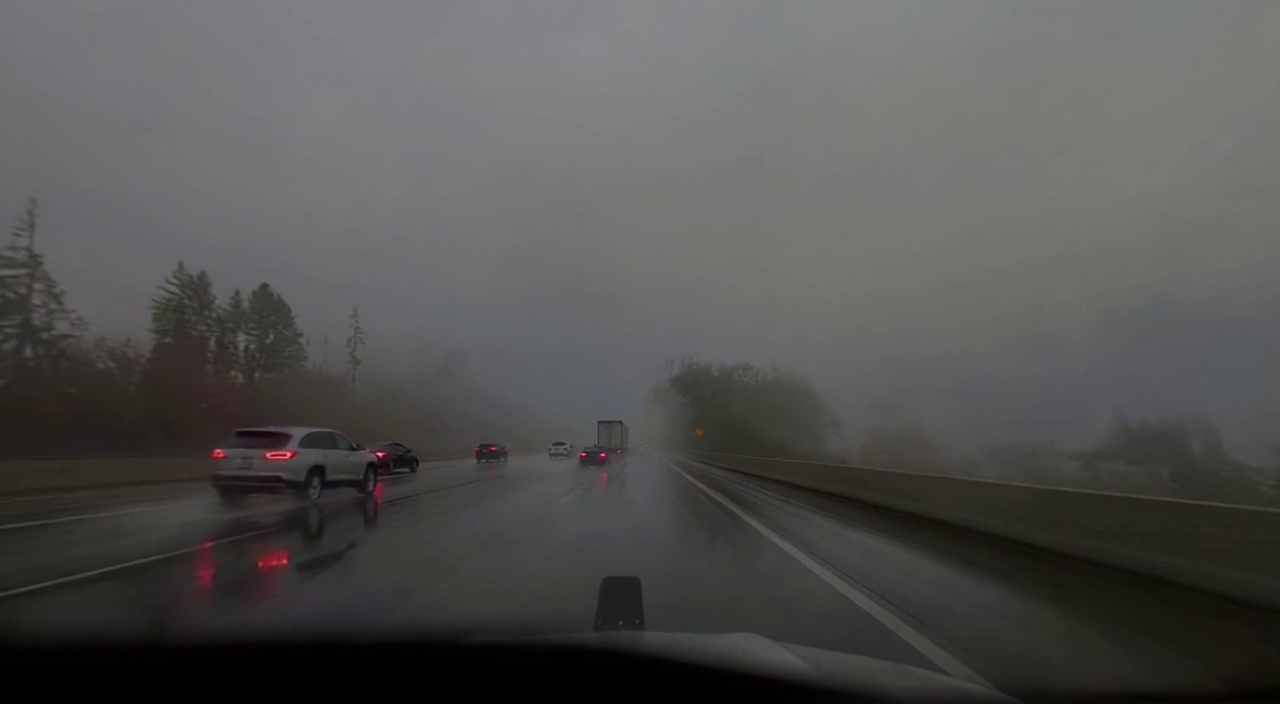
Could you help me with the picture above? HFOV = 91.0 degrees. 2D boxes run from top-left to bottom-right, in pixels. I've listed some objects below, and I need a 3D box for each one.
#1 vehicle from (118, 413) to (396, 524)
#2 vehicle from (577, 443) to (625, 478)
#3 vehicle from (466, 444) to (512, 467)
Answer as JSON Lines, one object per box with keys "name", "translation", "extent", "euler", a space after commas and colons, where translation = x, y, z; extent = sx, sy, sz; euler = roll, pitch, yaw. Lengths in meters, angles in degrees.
{"name": "vehicle", "translation": [-7.316, 2.305, 13.064], "extent": [2.115, 1.778, 5.572], "euler": [0, -9, 2]}
{"name": "vehicle", "translation": [-1.790, 5.118, 30.055], "extent": [1.931, 1.528, 4.126], "euler": [0, -9, 1]}
{"name": "vehicle", "translation": [-10.516, 7.222, 44.241], "extent": [2.036, 1.506, 4.358], "euler": [0, -9, 1]}
